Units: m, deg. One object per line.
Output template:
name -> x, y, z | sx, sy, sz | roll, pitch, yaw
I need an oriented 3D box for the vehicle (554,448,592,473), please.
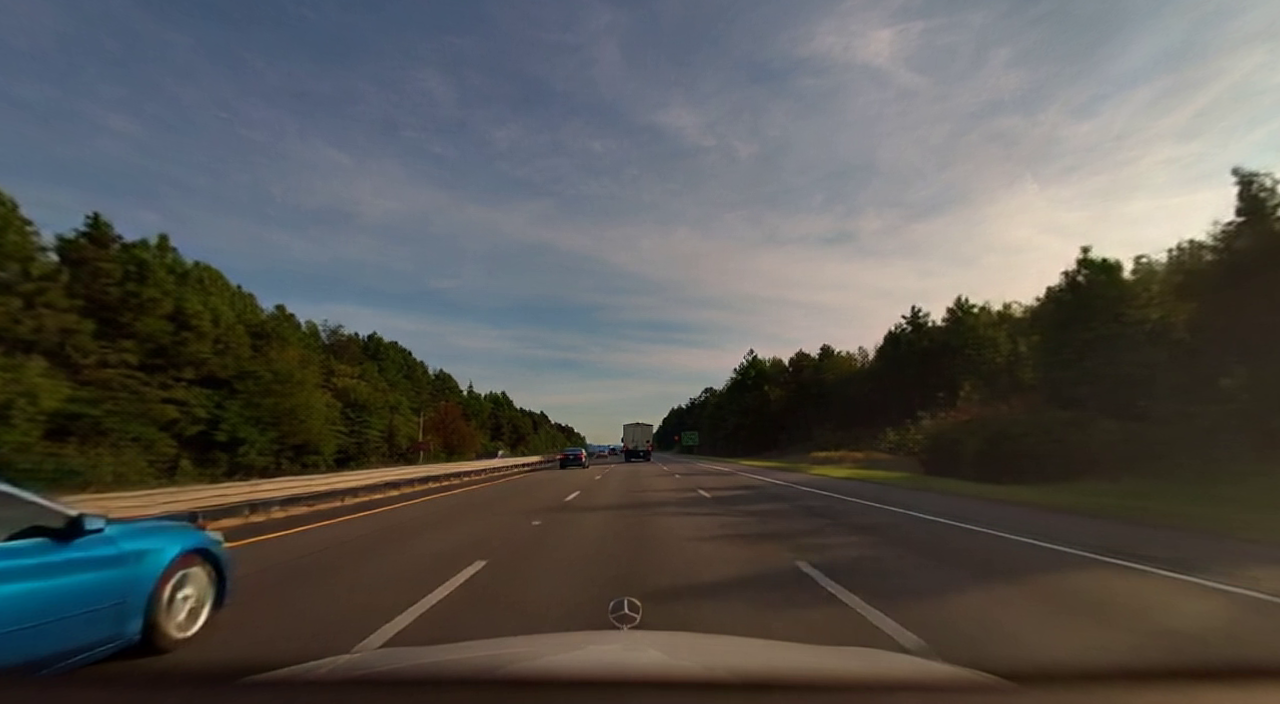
vehicle -> -4.224, 6.883, 40.344 | 1.916, 1.506, 4.476 | 0, -9, 0
